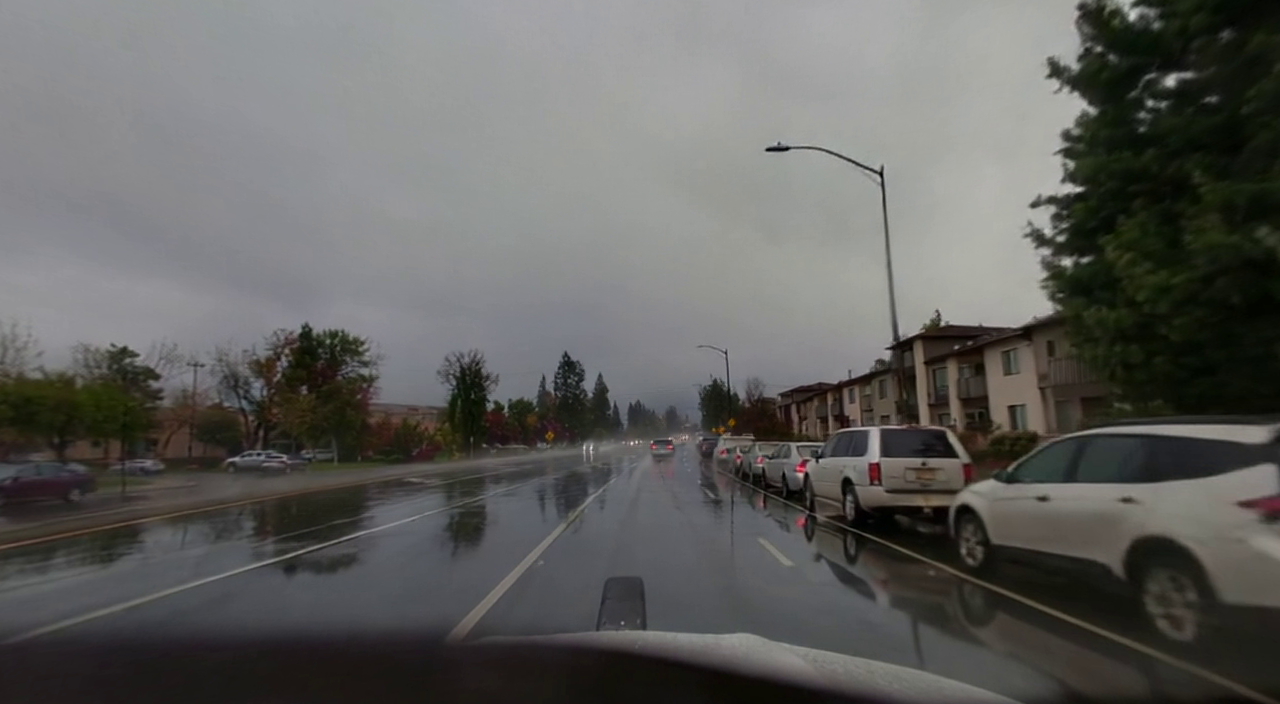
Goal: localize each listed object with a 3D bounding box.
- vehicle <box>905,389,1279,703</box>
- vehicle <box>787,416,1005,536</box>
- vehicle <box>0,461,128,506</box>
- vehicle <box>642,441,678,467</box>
[{"bbox_3d":[4.303,1.331,5.465,1.949,1.616,4.805,0,-8,1],"label":"vehicle"},{"bbox_3d":[4.347,2.174,11.708,1.973,1.749,4.608,0,-8,-2],"label":"vehicle"},{"bbox_3d":[-23.162,5.075,24.779,1.909,1.451,4.757,-1,-8,2],"label":"vehicle"},{"bbox_3d":[1.187,6.110,37.916,2.011,1.480,4.170,-1,-8,2],"label":"vehicle"}]
